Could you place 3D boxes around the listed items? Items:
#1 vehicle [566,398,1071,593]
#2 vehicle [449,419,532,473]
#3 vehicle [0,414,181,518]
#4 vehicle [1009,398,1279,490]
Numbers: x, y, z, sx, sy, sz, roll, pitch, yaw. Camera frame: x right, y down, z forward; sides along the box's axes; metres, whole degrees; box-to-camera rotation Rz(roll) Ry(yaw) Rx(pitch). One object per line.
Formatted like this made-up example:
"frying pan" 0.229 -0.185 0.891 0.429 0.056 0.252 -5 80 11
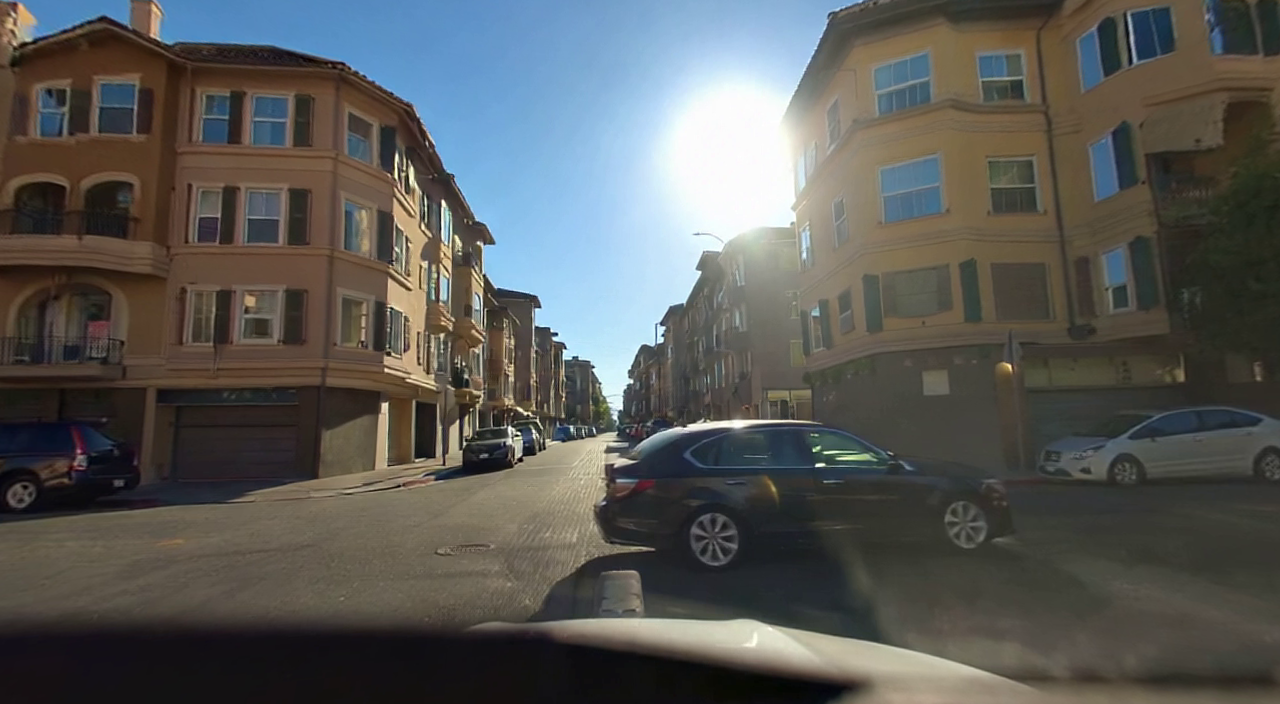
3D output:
"vehicle" 1.521 1.288 6.413 4.469 1.566 1.993 1 -6 -7
"vehicle" -4.403 2.821 19.090 1.882 1.459 3.518 0 -8 -4
"vehicle" -11.155 1.927 10.934 4.679 1.631 2.025 0 -8 -2
"vehicle" 9.729 1.666 11.520 4.711 1.506 1.983 0 -8 -3
